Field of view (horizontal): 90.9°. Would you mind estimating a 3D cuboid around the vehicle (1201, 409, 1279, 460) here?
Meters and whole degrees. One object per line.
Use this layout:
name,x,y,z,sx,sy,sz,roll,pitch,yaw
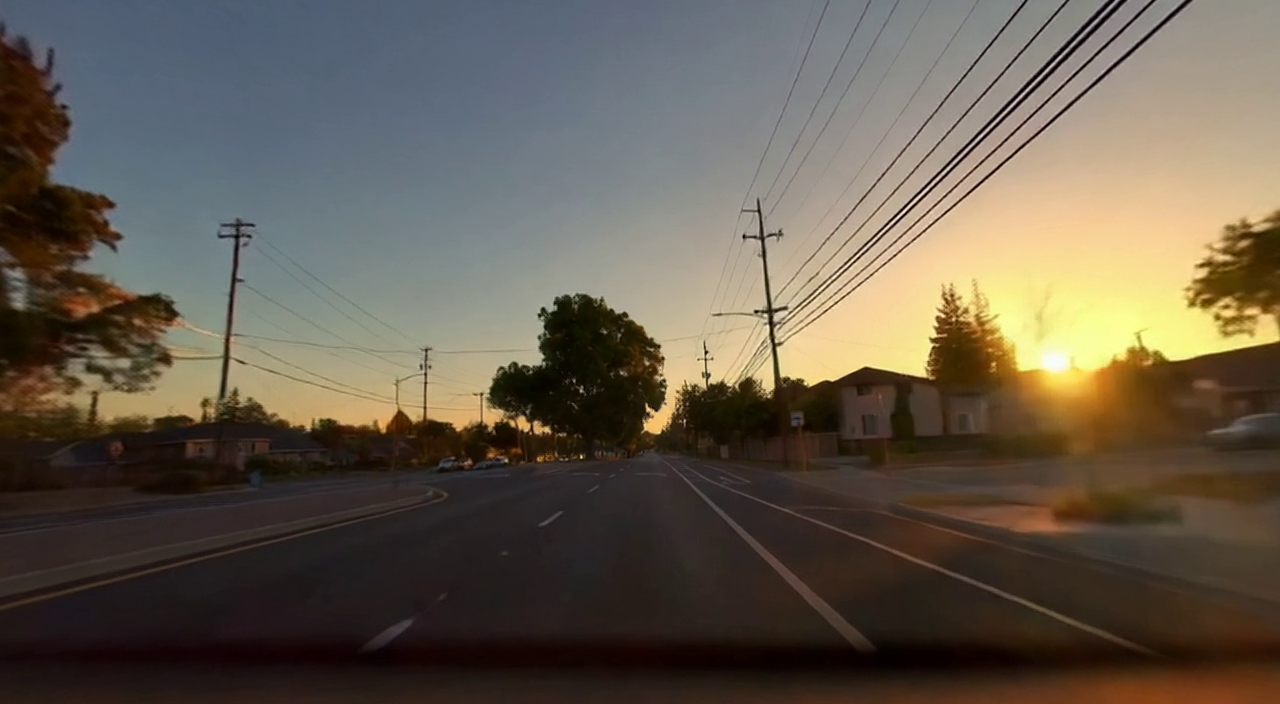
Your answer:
vehicle,26.610,3.493,26.431,2.009,2.044,4.571,0,-9,3
